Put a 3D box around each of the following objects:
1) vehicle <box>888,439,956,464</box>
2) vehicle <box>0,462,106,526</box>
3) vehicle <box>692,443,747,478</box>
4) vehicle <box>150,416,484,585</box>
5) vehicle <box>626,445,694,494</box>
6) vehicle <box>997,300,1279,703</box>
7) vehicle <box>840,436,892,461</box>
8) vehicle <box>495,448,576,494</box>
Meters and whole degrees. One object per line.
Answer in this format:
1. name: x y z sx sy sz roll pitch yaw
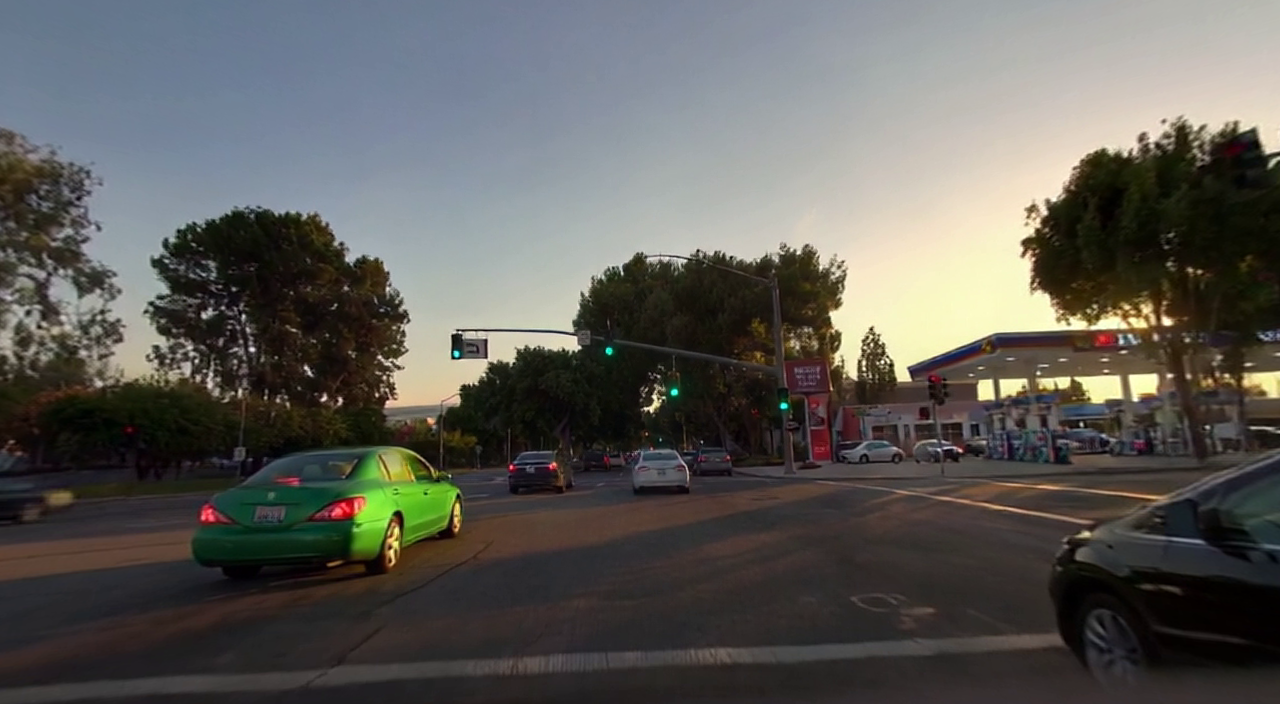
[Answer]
1. vehicle: 18.011 6.441 40.570 2.081 1.482 4.860 0 -9 0
2. vehicle: -18.823 4.183 18.587 1.968 1.684 4.663 -2 -9 2
3. vehicle: 3.660 5.123 29.920 1.920 1.479 4.548 0 -9 -1
4. vehicle: -3.873 1.890 8.855 2.023 1.687 4.874 0 -9 1
5. vehicle: 0.644 3.794 20.662 1.994 1.433 3.894 -1 -9 2
6. vehicle: 3.314 0.631 1.731 1.992 1.805 4.549 0 -9 1
7. vehicle: 16.880 7.270 47.303 2.110 1.744 4.928 0 -9 1
8. vehicle: -3.517 4.106 22.113 1.995 1.436 4.500 0 -9 1
